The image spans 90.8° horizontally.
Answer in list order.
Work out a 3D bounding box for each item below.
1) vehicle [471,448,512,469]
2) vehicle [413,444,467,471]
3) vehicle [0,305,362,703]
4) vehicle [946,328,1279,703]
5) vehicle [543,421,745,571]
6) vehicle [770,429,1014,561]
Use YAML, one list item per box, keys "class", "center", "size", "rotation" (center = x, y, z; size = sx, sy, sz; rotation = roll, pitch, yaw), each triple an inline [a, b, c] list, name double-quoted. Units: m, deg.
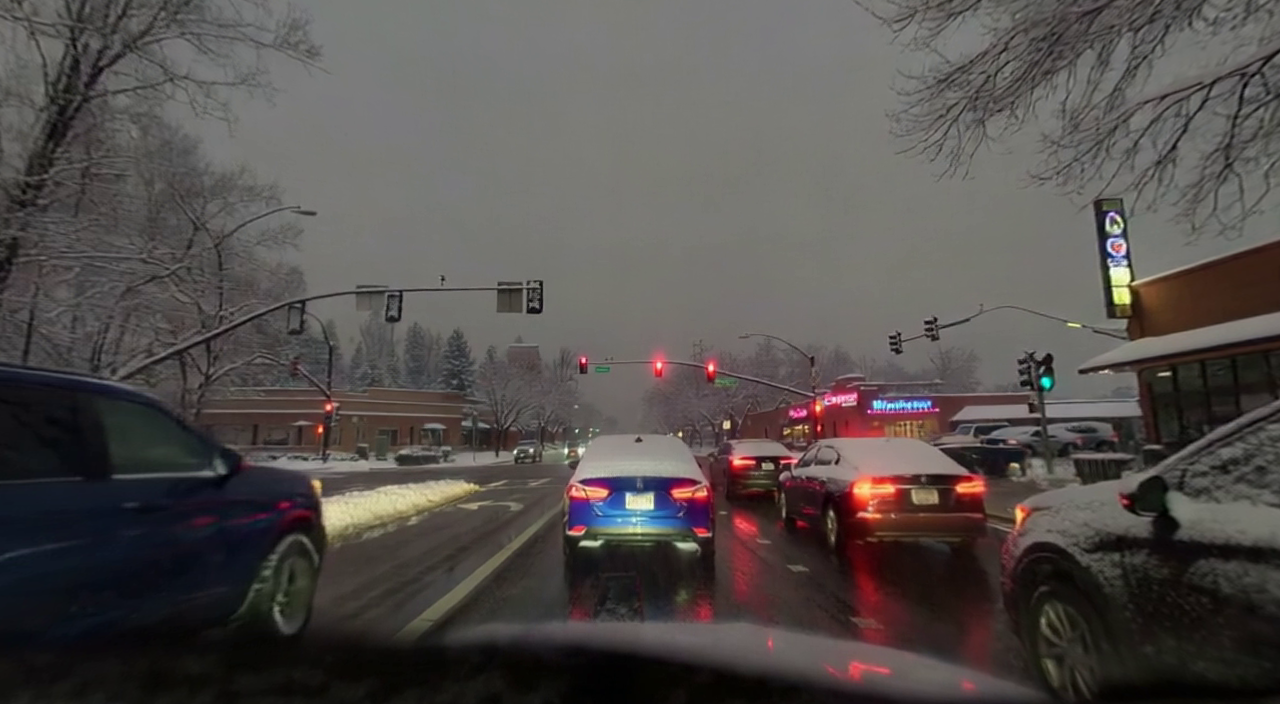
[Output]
- class: "vehicle"
  center: [-11.230, 8.054, 48.095]
  size: [2.099, 1.478, 4.411]
  rotation: [0, -9, 0]
- class: "vehicle"
  center: [-15.066, 7.931, 47.903]
  size: [2.395, 1.903, 4.860]
  rotation: [0, -9, 1]
- class: "vehicle"
  center: [-3.416, 0.833, 2.740]
  size: [2.257, 1.823, 4.777]
  rotation: [0, -9, 0]
- class: "vehicle"
  center: [3.000, 0.740, 1.802]
  size: [2.075, 1.661, 4.401]
  rotation: [0, -9, 1]
- class: "vehicle"
  center: [0.025, 1.823, 8.688]
  size: [2.154, 1.577, 3.723]
  rotation: [0, -9, 0]
- class: "vehicle"
  center: [3.341, 1.961, 9.423]
  size: [1.865, 1.496, 4.170]
  rotation: [0, -9, -1]
